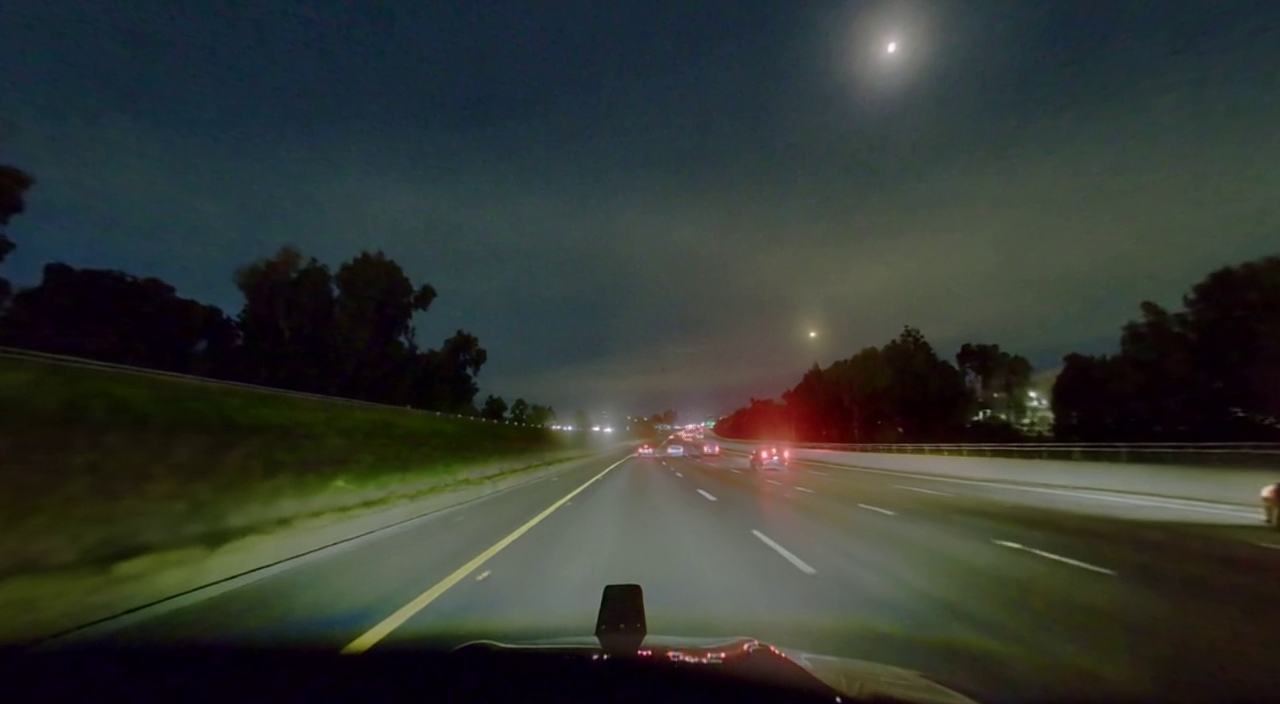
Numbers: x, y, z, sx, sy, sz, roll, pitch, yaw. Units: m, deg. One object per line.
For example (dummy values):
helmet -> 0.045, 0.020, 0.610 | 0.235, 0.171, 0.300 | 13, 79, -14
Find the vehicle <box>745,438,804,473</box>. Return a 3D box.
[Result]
vehicle -> 7.011, 5.420, 33.228 | 2.048, 1.697, 4.689 | 0, -8, -1
